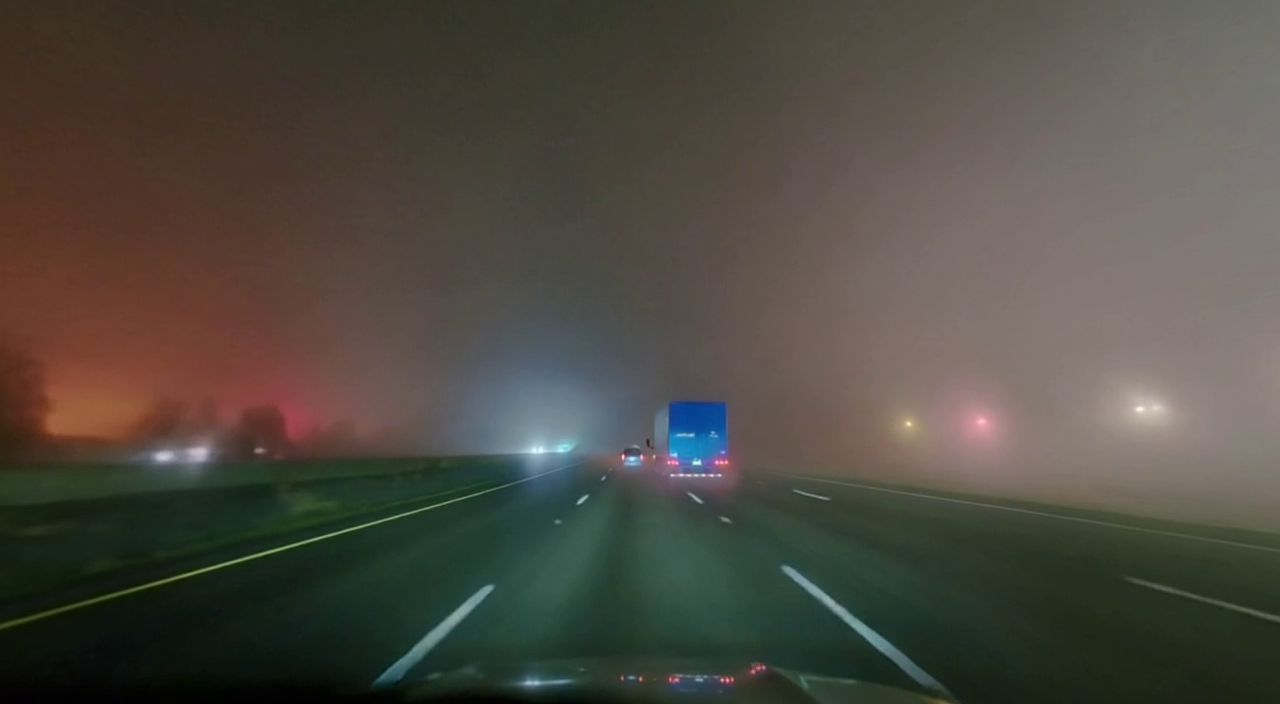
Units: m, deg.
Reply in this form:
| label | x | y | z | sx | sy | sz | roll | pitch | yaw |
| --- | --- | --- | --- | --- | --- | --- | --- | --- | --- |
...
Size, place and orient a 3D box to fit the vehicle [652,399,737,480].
| label | x | y | z | sx | sy | sz | roll | pitch | yaw |
| --- | --- | --- | --- | --- | --- | --- | --- | --- | --- |
| vehicle | 2.966 | 5.775 | 40.836 | 3.462 | 4.177 | 16.311 | 0 | -9 | -2 |

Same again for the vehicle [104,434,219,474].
| label | x | y | z | sx | sy | sz | roll | pitch | yaw |
| --- | --- | --- | --- | --- | --- | --- | --- | --- | --- |
| vehicle | -19.156 | 4.111 | 25.484 | 1.738 | 1.468 | 3.650 | 0 | -9 | 0 |

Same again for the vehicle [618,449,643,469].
| label | x | y | z | sx | sy | sz | roll | pitch | yaw |
| --- | --- | --- | --- | --- | --- | --- | --- | --- | --- |
| vehicle | -0.724 | 8.194 | 48.500 | 1.898 | 1.438 | 4.053 | 0 | -9 | -1 |
